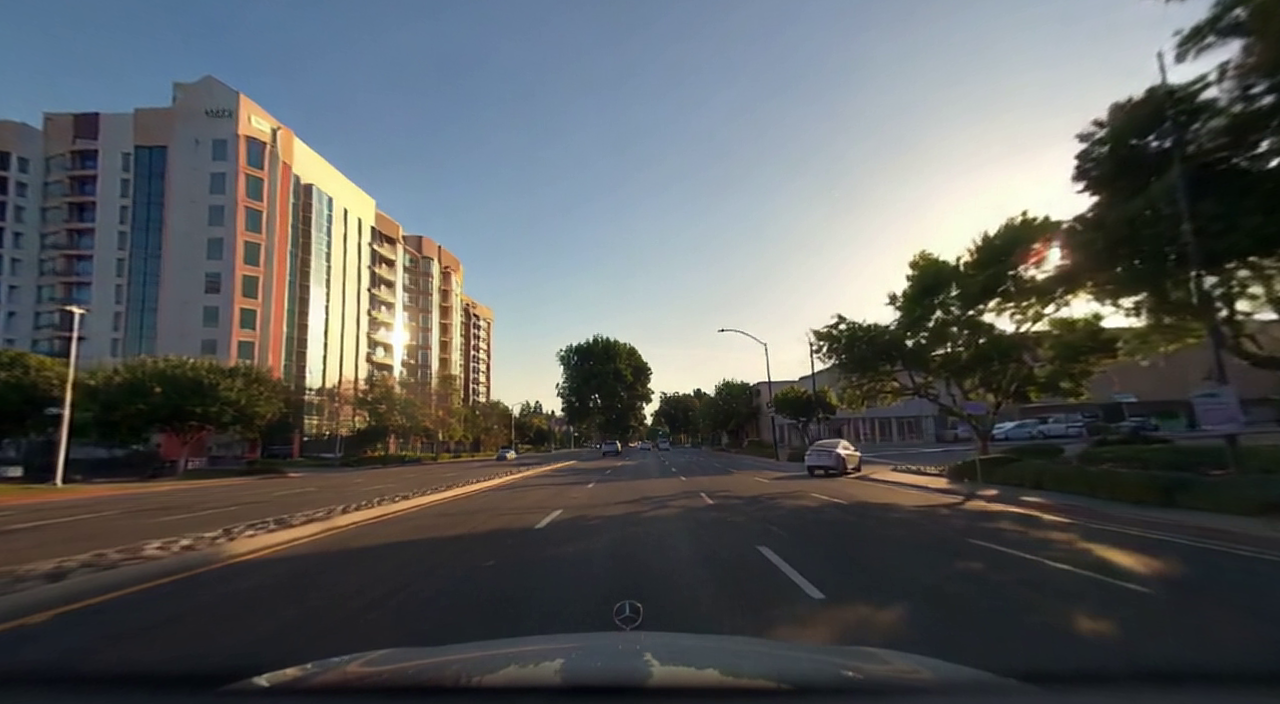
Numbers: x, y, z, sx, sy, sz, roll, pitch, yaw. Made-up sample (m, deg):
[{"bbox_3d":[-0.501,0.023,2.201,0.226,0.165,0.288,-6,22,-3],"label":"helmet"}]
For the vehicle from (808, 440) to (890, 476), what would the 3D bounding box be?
[{"bbox_3d":[10.922,5.434,32.601,2.129,1.696,5.061,-7,-11,42],"label":"vehicle"}]

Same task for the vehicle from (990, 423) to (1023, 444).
[{"bbox_3d":[28.482,6.369,48.873,1.797,1.498,4.412,-3,-9,25],"label":"vehicle"}]

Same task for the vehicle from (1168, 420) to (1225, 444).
[{"bbox_3d":[36.549,5.327,41.309,1.778,1.477,3.942,-4,-9,27],"label":"vehicle"}]

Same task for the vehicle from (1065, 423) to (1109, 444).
[{"bbox_3d":[33.707,6.189,47.442,1.977,1.511,4.134,-4,-9,26],"label":"vehicle"}]

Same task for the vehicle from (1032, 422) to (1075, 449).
[{"bbox_3d":[28.085,5.723,42.755,2.042,1.690,4.562,-5,-10,29],"label":"vehicle"}]

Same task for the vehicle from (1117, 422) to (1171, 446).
[{"bbox_3d":[33.712,5.529,42.132,1.916,1.491,4.491,-4,-9,28],"label":"vehicle"}]
